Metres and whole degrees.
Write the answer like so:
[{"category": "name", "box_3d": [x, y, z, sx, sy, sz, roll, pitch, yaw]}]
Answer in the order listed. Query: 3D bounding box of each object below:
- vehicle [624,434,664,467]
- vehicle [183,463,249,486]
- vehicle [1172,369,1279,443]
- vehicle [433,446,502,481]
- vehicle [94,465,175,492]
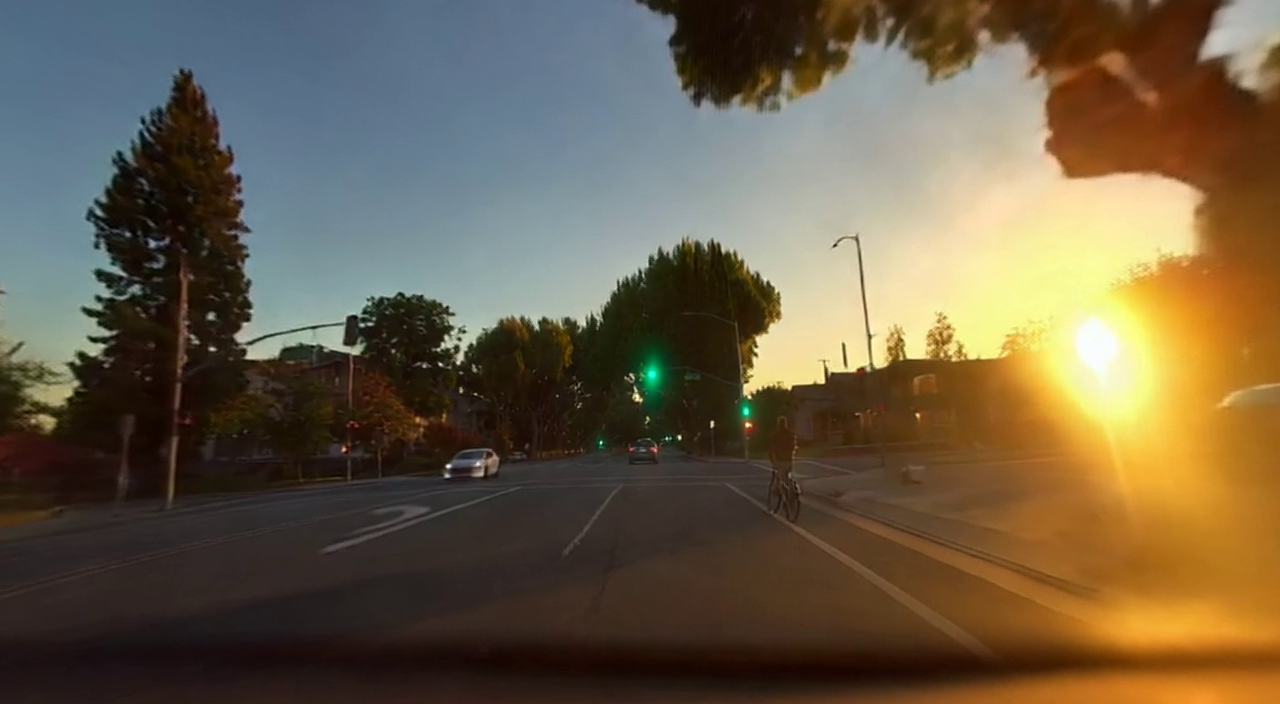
[{"category": "vehicle", "box_3d": [0.307, 5.851, 37.624, 2.215, 1.799, 4.426, -1, -8, 3]}, {"category": "vehicle", "box_3d": [-31.918, 9.233, 47.690, 1.816, 1.475, 4.497, 0, -8, 1]}, {"category": "vehicle", "box_3d": [16.089, 1.372, 15.588, 1.982, 1.705, 4.677, -1, -8, 3]}, {"category": "vehicle", "box_3d": [-8.333, 5.410, 31.001, 2.036, 1.593, 4.367, 0, -8, 2]}, {"category": "vehicle", "box_3d": [-38.577, 9.620, 48.369, 1.881, 1.743, 4.662, -2, -8, 8]}]
